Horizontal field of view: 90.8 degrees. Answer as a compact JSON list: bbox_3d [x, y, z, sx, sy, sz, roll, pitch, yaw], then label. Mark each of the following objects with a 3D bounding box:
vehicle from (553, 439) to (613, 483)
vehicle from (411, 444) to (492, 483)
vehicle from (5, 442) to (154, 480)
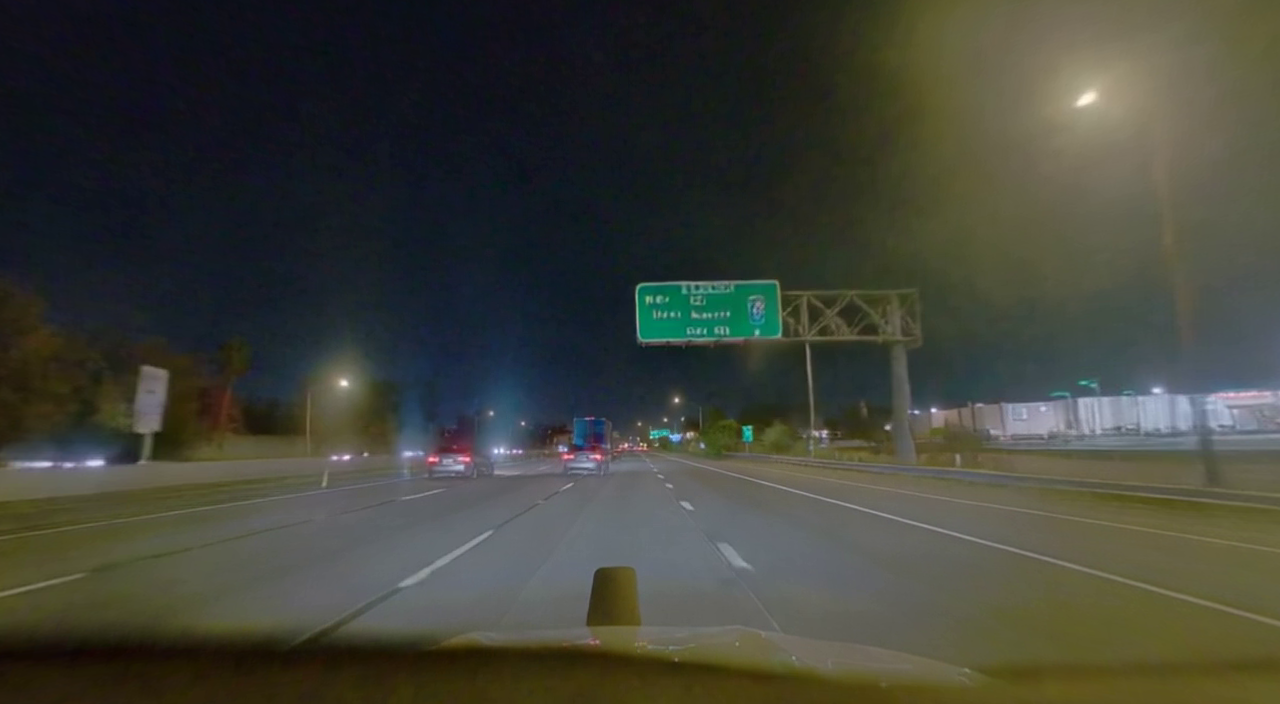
[{"bbox_3d":[-2.288,4.483,26.305,2.033,1.669,4.112,0,-9,1],"label":"vehicle"},{"bbox_3d":[-7.766,4.629,26.487,2.026,1.477,4.467,0,-9,0],"label":"vehicle"},{"bbox_3d":[-27.257,5.300,31.107,2.128,1.667,5.661,0,-9,0],"label":"vehicle"}]
